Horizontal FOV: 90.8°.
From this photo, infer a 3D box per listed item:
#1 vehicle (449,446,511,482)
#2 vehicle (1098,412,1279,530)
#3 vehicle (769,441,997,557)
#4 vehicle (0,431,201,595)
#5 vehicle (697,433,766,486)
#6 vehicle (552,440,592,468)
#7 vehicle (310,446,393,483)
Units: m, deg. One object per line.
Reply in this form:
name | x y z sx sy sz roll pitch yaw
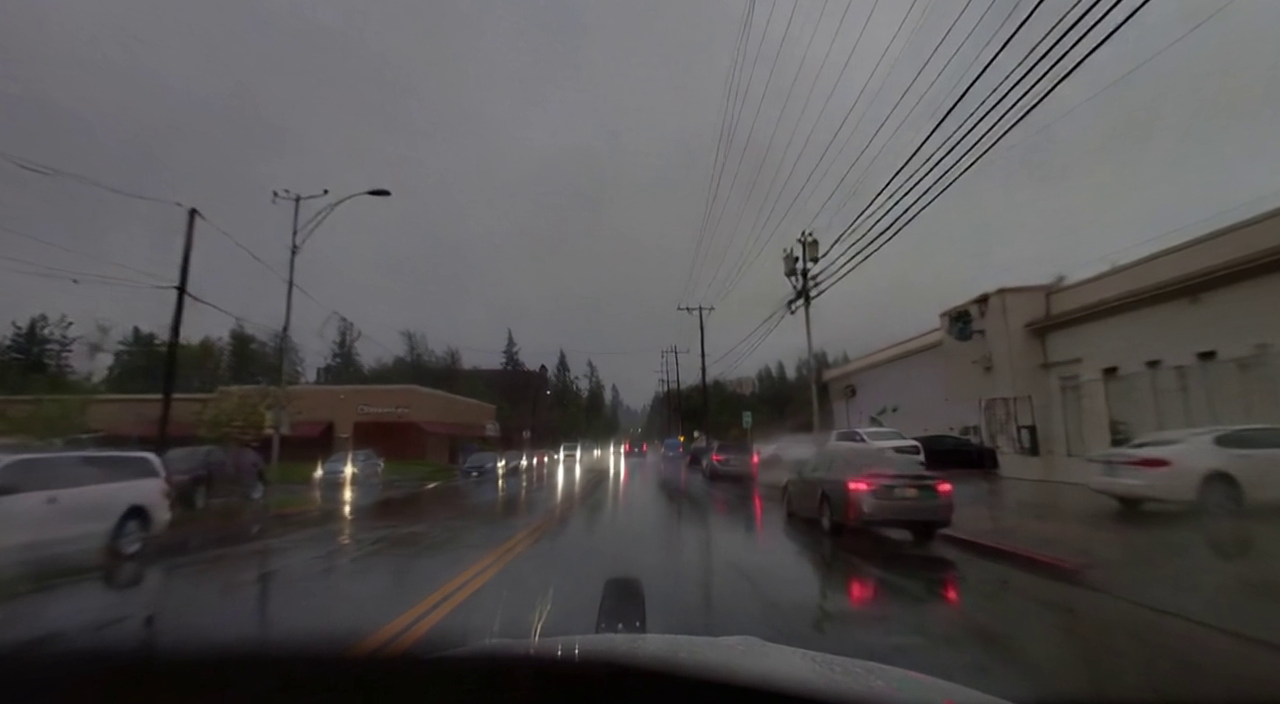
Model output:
vehicle | -8.419 5.916 33.801 2.113 1.665 5.062 0 -7 -2
vehicle | 10.290 1.755 9.812 4.744 1.610 1.921 -2 -8 1
vehicle | 3.562 2.207 10.335 1.866 1.439 4.482 0 -8 -1
vehicle | -8.263 1.883 7.474 1.986 1.831 5.678 -1 -9 1
vehicle | 3.459 4.208 24.804 2.025 1.843 4.883 -1 -9 1
vehicle | -5.098 7.645 47.599 2.152 1.918 4.217 -3 -9 5
vehicle | -14.813 5.800 32.814 1.969 1.741 5.148 0 -9 -1
